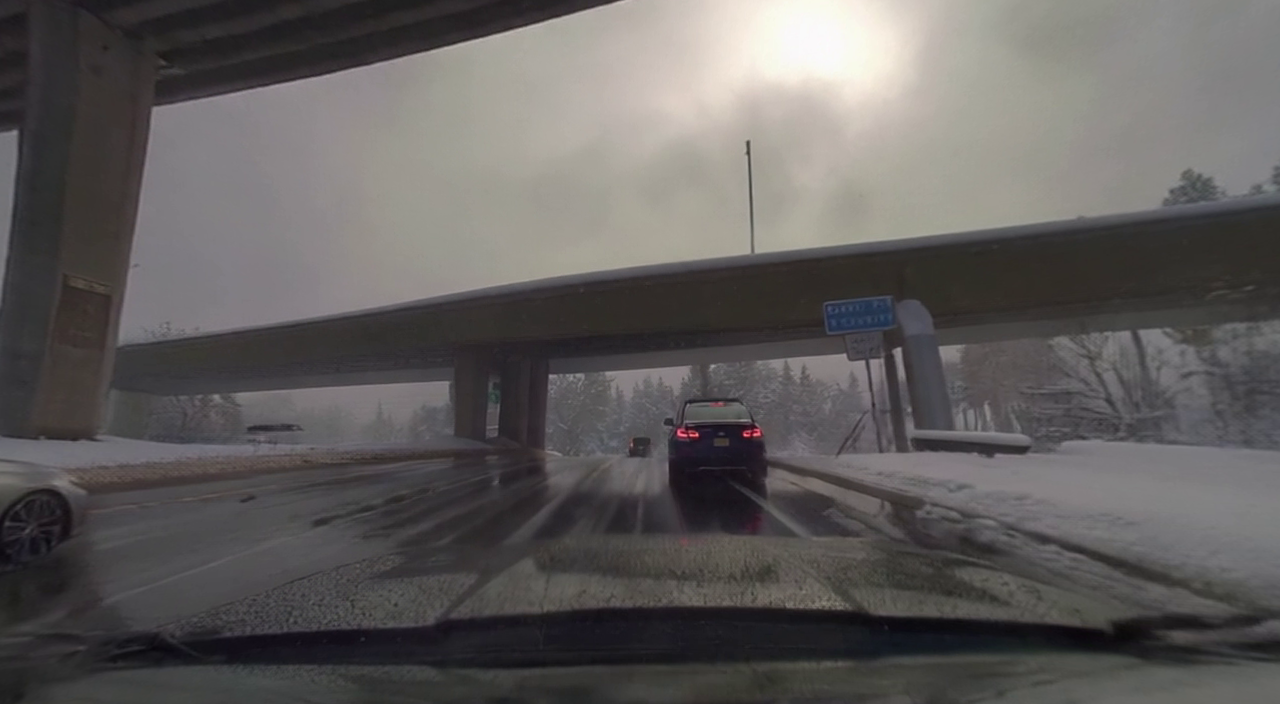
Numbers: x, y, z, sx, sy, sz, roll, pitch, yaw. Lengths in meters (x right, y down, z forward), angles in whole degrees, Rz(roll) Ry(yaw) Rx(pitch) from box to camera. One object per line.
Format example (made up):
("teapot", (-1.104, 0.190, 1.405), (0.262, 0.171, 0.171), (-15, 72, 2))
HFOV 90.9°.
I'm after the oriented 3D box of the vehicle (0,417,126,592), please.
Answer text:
("vehicle", (-7.222, 1.364, 5.355), (2.108, 1.670, 4.235), (0, -9, -1))
